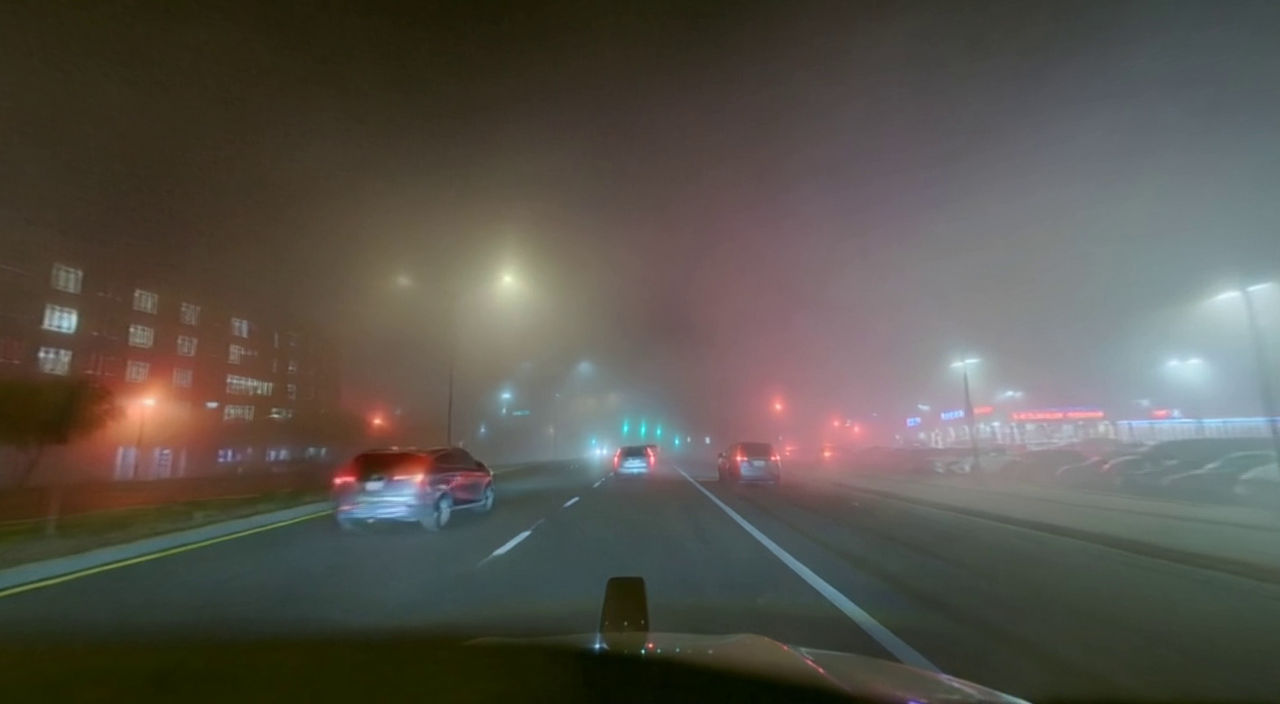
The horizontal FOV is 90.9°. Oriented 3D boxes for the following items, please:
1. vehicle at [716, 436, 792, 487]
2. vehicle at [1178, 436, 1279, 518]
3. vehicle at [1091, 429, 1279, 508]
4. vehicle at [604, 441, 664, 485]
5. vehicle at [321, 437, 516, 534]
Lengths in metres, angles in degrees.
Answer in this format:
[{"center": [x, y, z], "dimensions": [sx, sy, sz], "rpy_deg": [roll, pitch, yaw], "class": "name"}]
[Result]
[{"center": [4.076, 3.987, 23.227], "dimensions": [2.007, 1.683, 4.171], "rpy_deg": [0, -8, 0], "class": "vehicle"}, {"center": [13.324, 2.450, 12.739], "dimensions": [4.282, 1.469, 2.035], "rpy_deg": [4, -9, -26], "class": "vehicle"}, {"center": [13.836, 2.829, 15.785], "dimensions": [4.331, 1.728, 2.036], "rpy_deg": [3, -9, -23], "class": "vehicle"}, {"center": [-0.177, 4.130, 23.765], "dimensions": [2.059, 1.477, 3.988], "rpy_deg": [0, -8, 1], "class": "vehicle"}, {"center": [-3.879, 2.409, 12.078], "dimensions": [2.029, 1.482, 4.591], "rpy_deg": [0, -8, 1], "class": "vehicle"}]
